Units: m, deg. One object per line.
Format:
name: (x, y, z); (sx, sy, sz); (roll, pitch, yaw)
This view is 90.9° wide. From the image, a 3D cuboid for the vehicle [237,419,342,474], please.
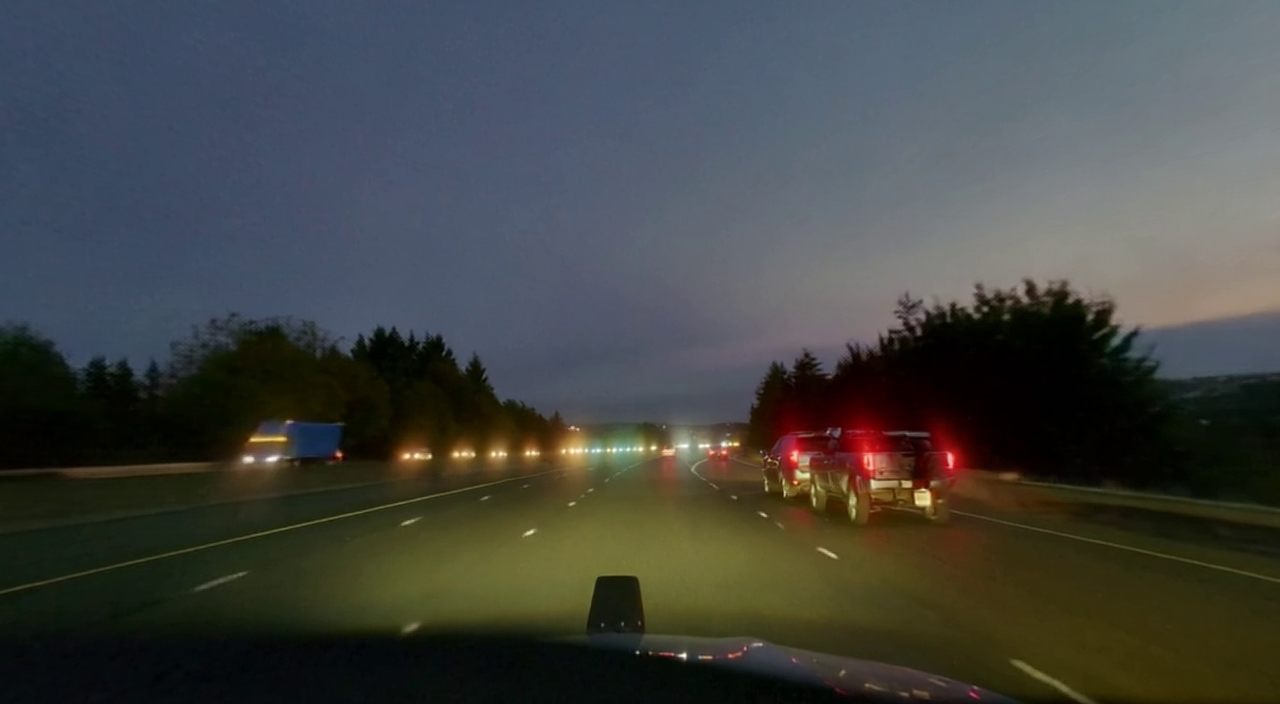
vehicle: (-25.319, 6.920, 46.093); (3.046, 3.634, 7.542); (0, -9, 2)
